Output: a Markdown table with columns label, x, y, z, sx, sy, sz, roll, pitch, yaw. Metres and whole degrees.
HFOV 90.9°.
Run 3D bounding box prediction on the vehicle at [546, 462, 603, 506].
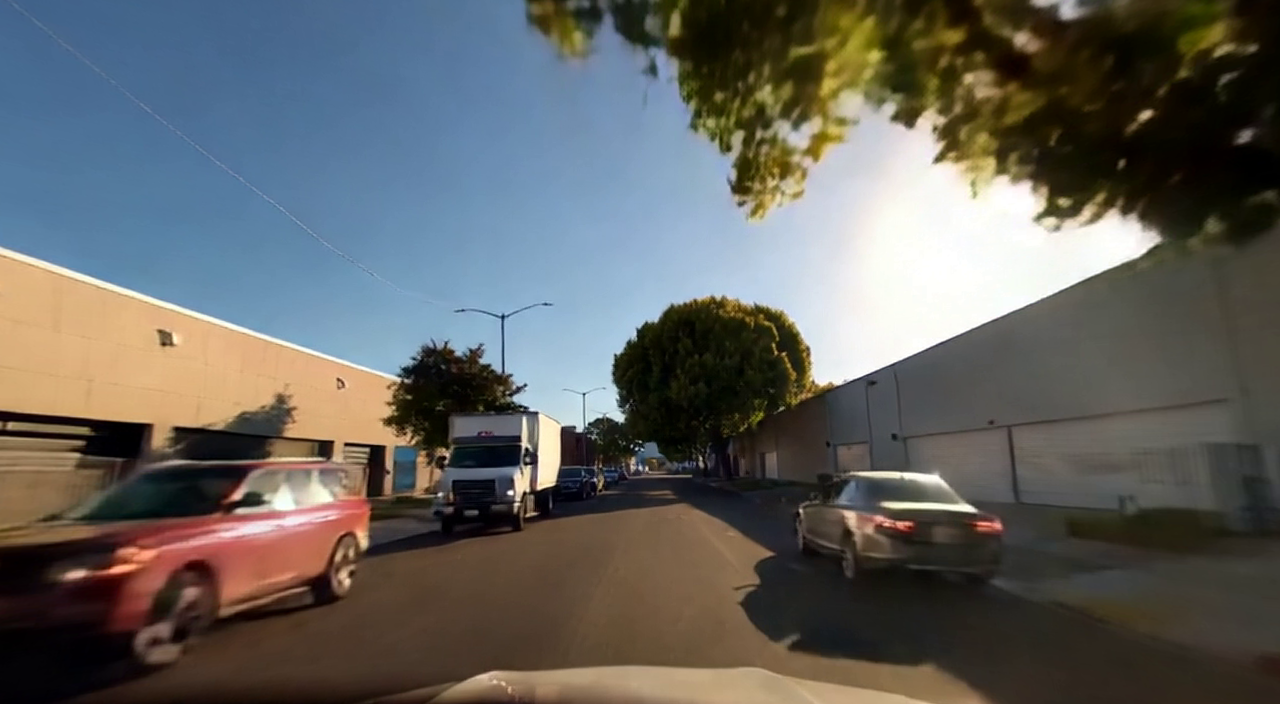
| label | x | y | z | sx | sy | sz | roll | pitch | yaw |
| --- | --- | --- | --- | --- | --- | --- | --- | --- | --- |
| vehicle | -2.825 | 5.833 | 28.169 | 1.886 | 1.640 | 4.311 | 1 | -9 | 2 |

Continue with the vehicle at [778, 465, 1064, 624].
| label | x | y | z | sx | sy | sz | roll | pitch | yaw |
| --- | --- | --- | --- | --- | --- | --- | --- | --- | --- |
| vehicle | 3.052 | 2.181 | 7.896 | 1.819 | 1.446 | 3.909 | 0 | -11 | 1 |

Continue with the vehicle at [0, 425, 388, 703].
| label | x | y | z | sx | sy | sz | roll | pitch | yaw |
| --- | --- | --- | --- | --- | --- | --- | --- | --- | --- |
| vehicle | -3.845 | 1.559 | 5.212 | 1.835 | 1.625 | 3.674 | 0 | -11 | 2 |

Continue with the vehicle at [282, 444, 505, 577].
| label | x | y | z | sx | sy | sz | roll | pitch | yaw |
| --- | --- | --- | --- | --- | --- | --- | --- | --- | --- |
| vehicle | -3.732 | 2.506 | 10.493 | 1.917 | 1.735 | 4.032 | 0 | -11 | 2 |

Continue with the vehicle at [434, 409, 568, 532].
| label | x | y | z | sx | sy | sz | roll | pitch | yaw |
| --- | --- | --- | --- | --- | --- | --- | --- | --- | --- |
| vehicle | -3.428 | 3.174 | 16.950 | 2.242 | 2.726 | 5.581 | 0 | -11 | 0 |
